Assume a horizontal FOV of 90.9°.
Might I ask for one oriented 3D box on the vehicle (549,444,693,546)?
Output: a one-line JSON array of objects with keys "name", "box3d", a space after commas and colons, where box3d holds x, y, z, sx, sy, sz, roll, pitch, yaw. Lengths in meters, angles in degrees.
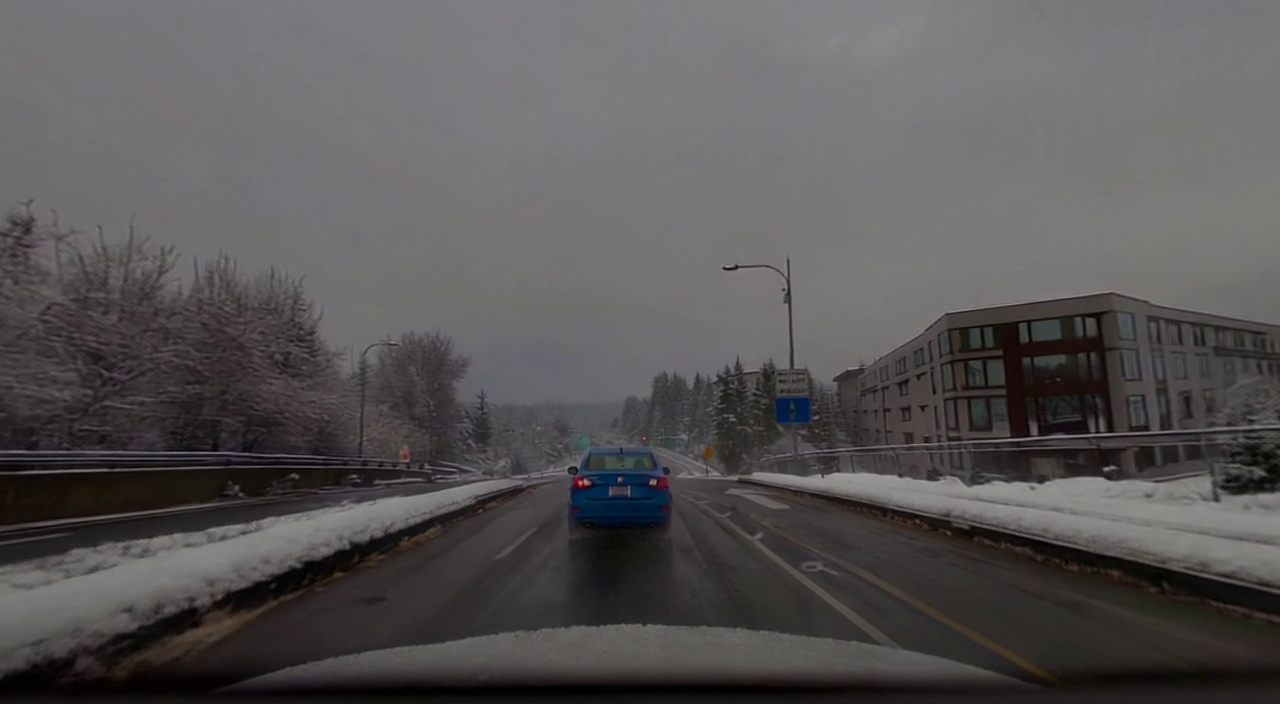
[{"name": "vehicle", "box3d": [-0.284, 2.366, 11.074, 2.063, 1.442, 3.933, 0, -9, 0]}]
